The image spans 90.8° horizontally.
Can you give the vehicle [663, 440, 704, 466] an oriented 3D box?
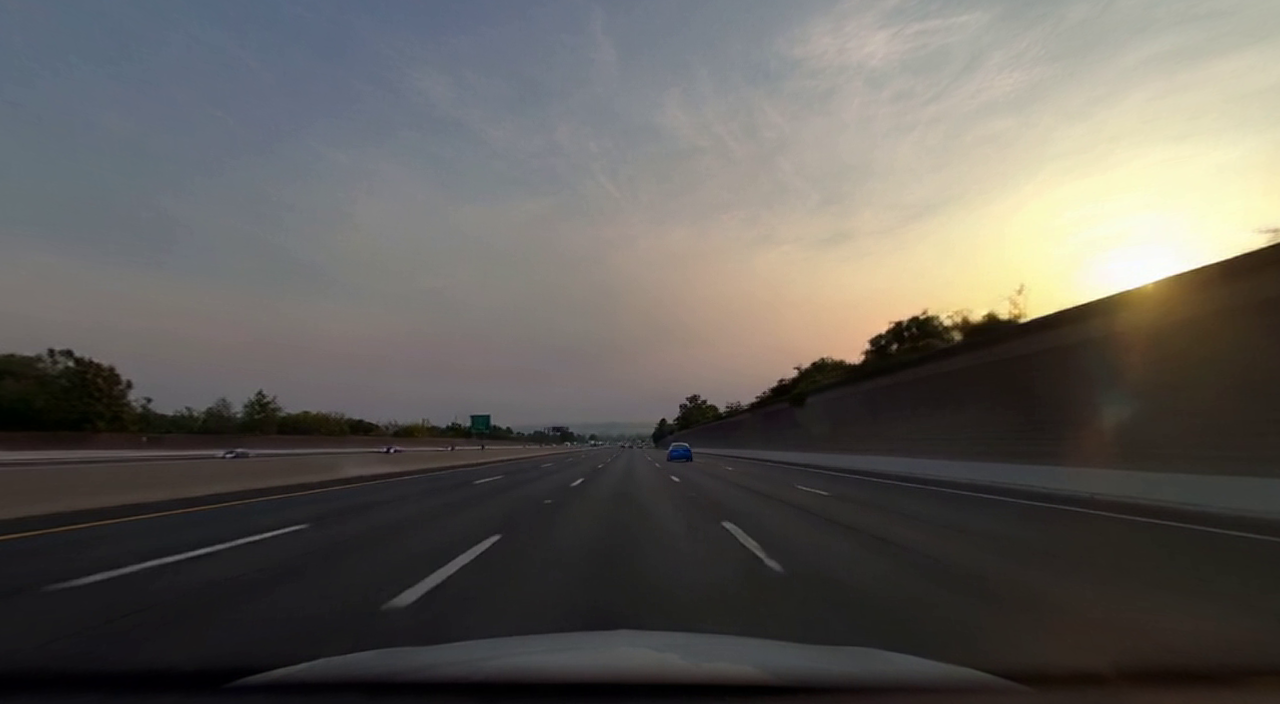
[{"bbox_3d":[2.766,6.504,40.937,2.270,1.615,3.770,0,-8,-2],"label":"vehicle"}]
